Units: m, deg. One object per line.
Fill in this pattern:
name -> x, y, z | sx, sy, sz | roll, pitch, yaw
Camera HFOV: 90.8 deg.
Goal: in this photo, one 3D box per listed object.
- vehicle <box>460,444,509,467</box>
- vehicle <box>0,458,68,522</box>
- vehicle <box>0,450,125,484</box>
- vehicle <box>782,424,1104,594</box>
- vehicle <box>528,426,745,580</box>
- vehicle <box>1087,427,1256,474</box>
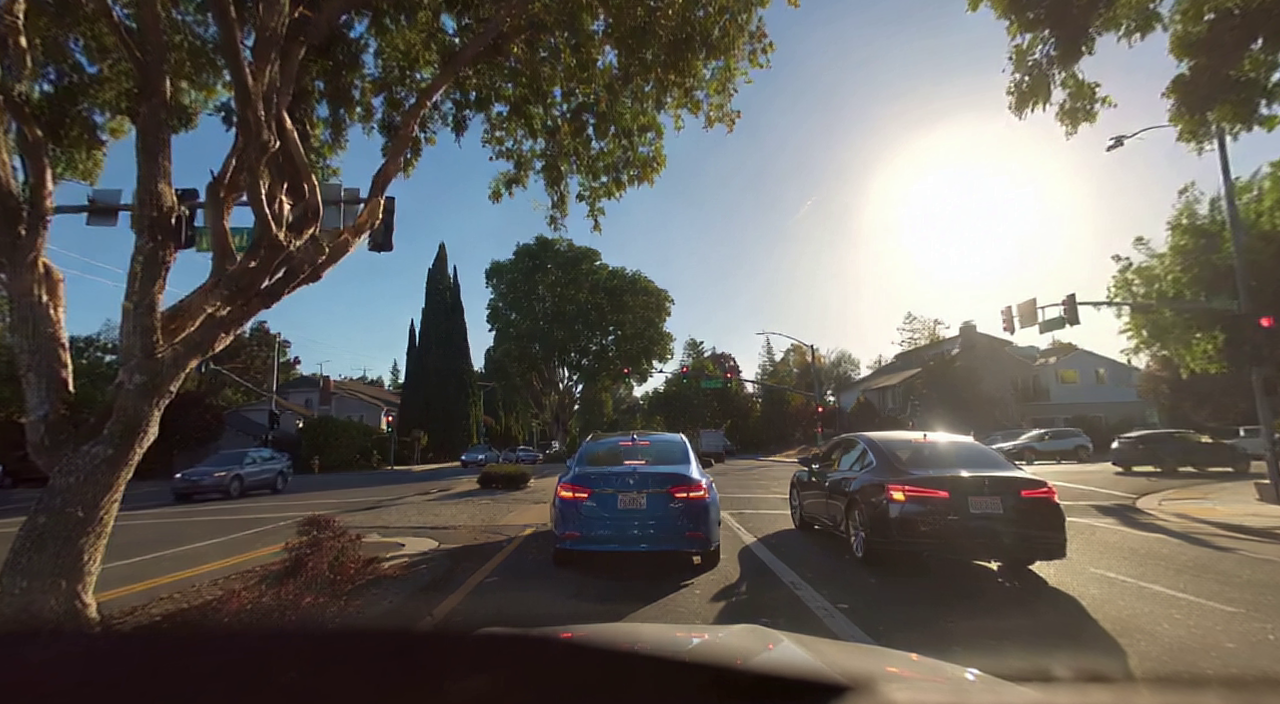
vehicle -> -11.083, 7.406, 45.361 | 2.102, 1.531, 5.072 | 0, -8, 2
vehicle -> -18.065, 3.920, 18.247 | 2.132, 1.491, 4.592 | 4, -9, -43
vehicle -> -28.419, 5.621, 31.044 | 4.538, 1.591, 1.949 | 0, -8, 2
vehicle -> 3.181, 1.714, 7.763 | 1.913, 1.505, 4.097 | 0, -8, 0
vehicle -> -0.056, 1.777, 8.258 | 2.103, 1.478, 4.073 | 0, -8, -1
vehicle -> 22.601, 4.208, 27.074 | 5.073, 1.916, 2.290 | 0, -8, 2
